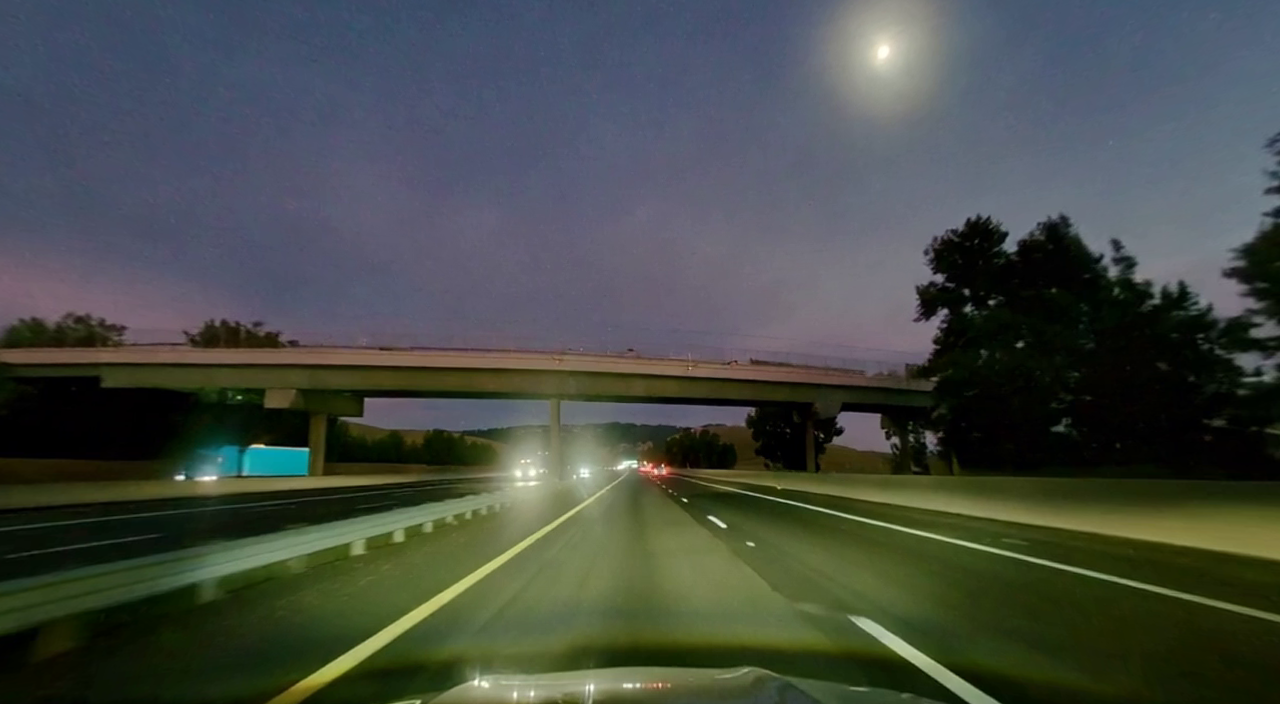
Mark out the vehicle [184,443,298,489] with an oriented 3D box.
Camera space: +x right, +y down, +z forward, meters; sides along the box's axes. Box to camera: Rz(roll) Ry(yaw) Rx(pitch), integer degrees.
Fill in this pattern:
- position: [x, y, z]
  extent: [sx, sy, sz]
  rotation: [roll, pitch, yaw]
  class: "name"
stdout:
- position: [-30.912, 8.958, 49.460]
  extent: [2.837, 3.196, 9.119]
  rotation: [1, -10, 1]
  class: "vehicle"
